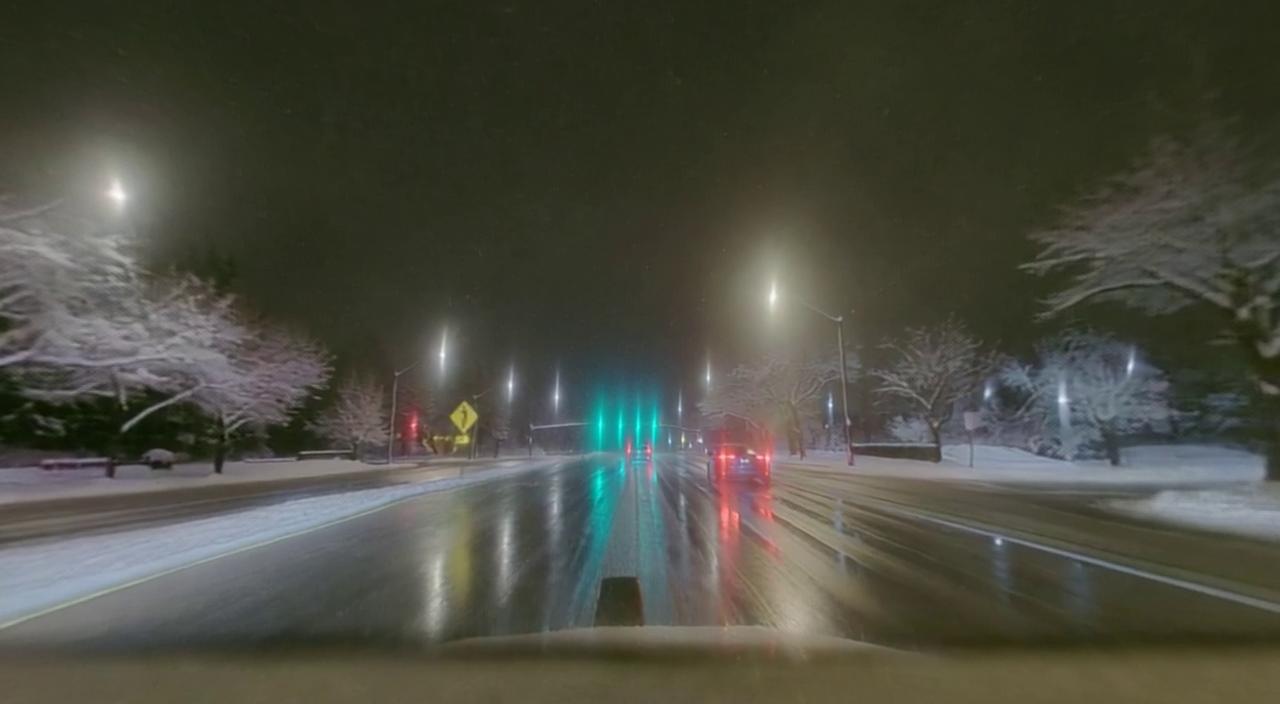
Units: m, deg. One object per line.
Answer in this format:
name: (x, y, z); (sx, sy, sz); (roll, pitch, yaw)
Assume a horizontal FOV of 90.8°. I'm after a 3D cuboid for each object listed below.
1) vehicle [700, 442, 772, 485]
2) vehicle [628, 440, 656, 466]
vehicle: (3.644, 4.325, 24.838); (1.948, 1.479, 4.620); (0, -9, -2)
vehicle: (0.101, 7.375, 46.322); (1.988, 1.800, 4.322); (0, -9, -1)
